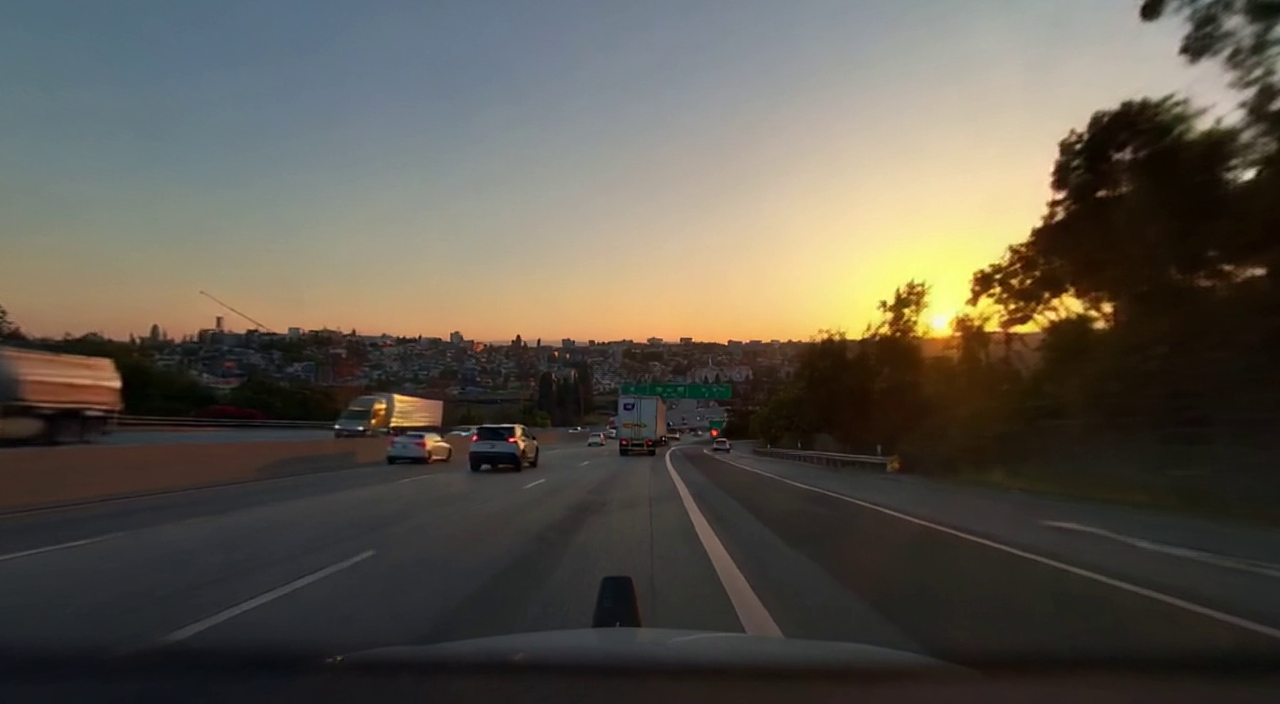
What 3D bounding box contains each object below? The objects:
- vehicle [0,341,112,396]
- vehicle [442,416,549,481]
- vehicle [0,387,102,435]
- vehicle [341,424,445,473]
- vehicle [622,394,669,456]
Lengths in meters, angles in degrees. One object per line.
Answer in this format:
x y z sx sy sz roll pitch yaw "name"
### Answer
-24.075 0.730 24.769 1.990 1.703 5.121 0 -7 1 "vehicle"
-4.354 2.988 19.806 2.119 1.787 4.655 0 -7 2 "vehicle"
-24.060 2.338 24.255 1.990 1.703 5.121 0 -7 1 "vehicle"
-8.228 3.239 21.319 1.845 1.493 3.799 0 -7 2 "vehicle"
0.445 5.435 46.313 3.024 4.019 10.605 0 -7 1 "vehicle"
